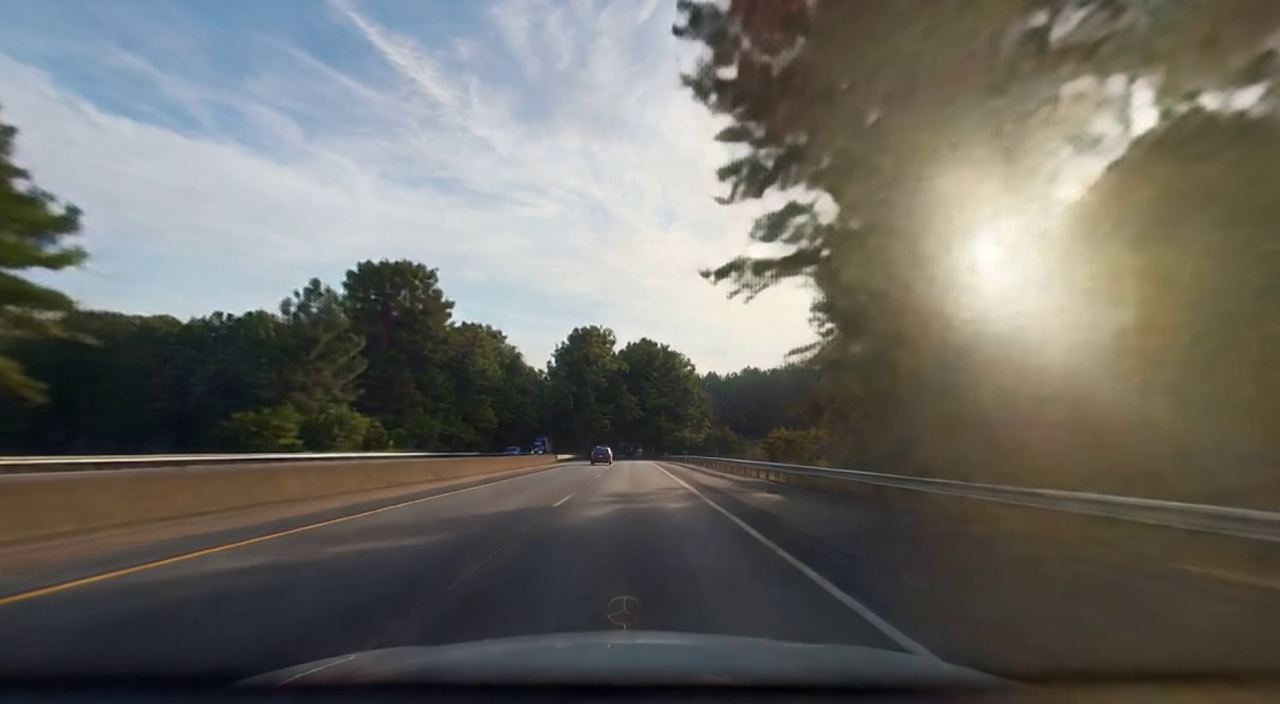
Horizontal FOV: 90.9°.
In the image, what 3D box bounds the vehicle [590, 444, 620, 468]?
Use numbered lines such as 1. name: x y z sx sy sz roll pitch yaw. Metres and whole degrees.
1. vehicle: -2.669 8.143 49.485 2.135 1.755 4.476 0 -9 0
